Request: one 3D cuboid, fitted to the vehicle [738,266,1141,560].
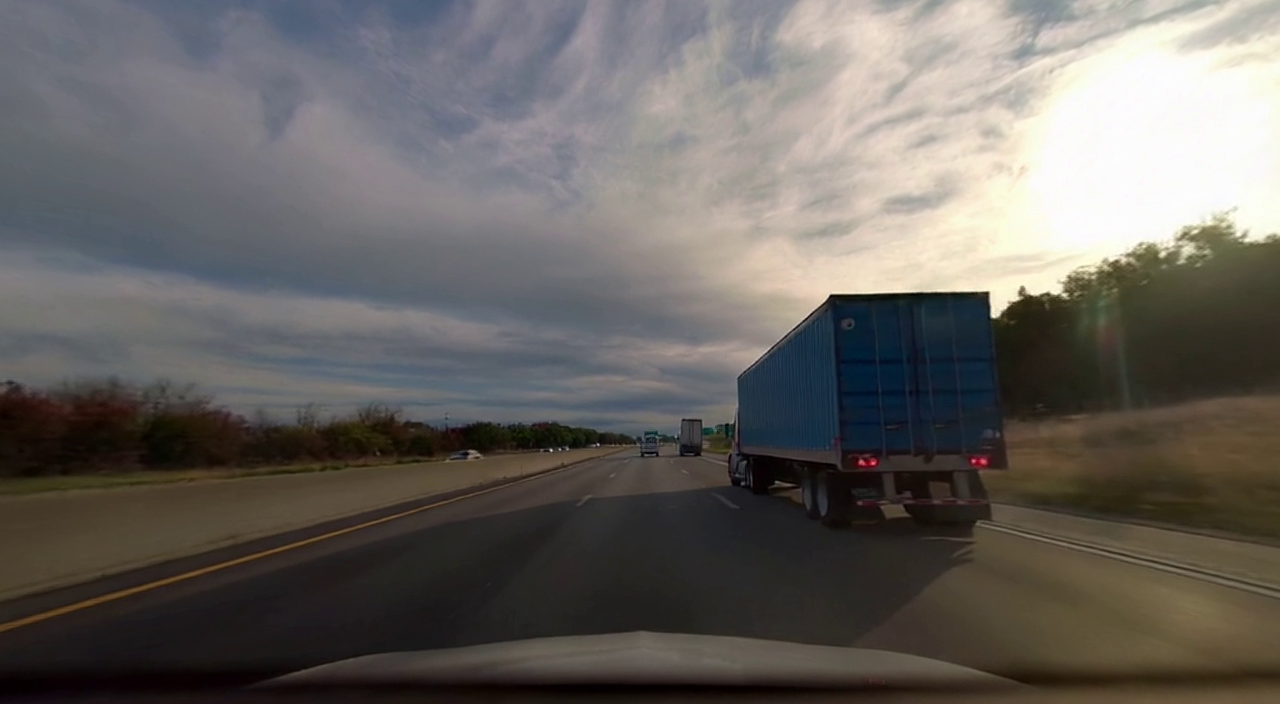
[{"bbox_3d":[4.071,1.316,11.704,2.960,3.381,8.914,0,-9,-1],"label":"vehicle"}]

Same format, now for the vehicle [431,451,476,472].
[{"bbox_3d":[-14.197,8.389,48.348,1.893,1.480,4.794,0,-9,1],"label":"vehicle"}]
